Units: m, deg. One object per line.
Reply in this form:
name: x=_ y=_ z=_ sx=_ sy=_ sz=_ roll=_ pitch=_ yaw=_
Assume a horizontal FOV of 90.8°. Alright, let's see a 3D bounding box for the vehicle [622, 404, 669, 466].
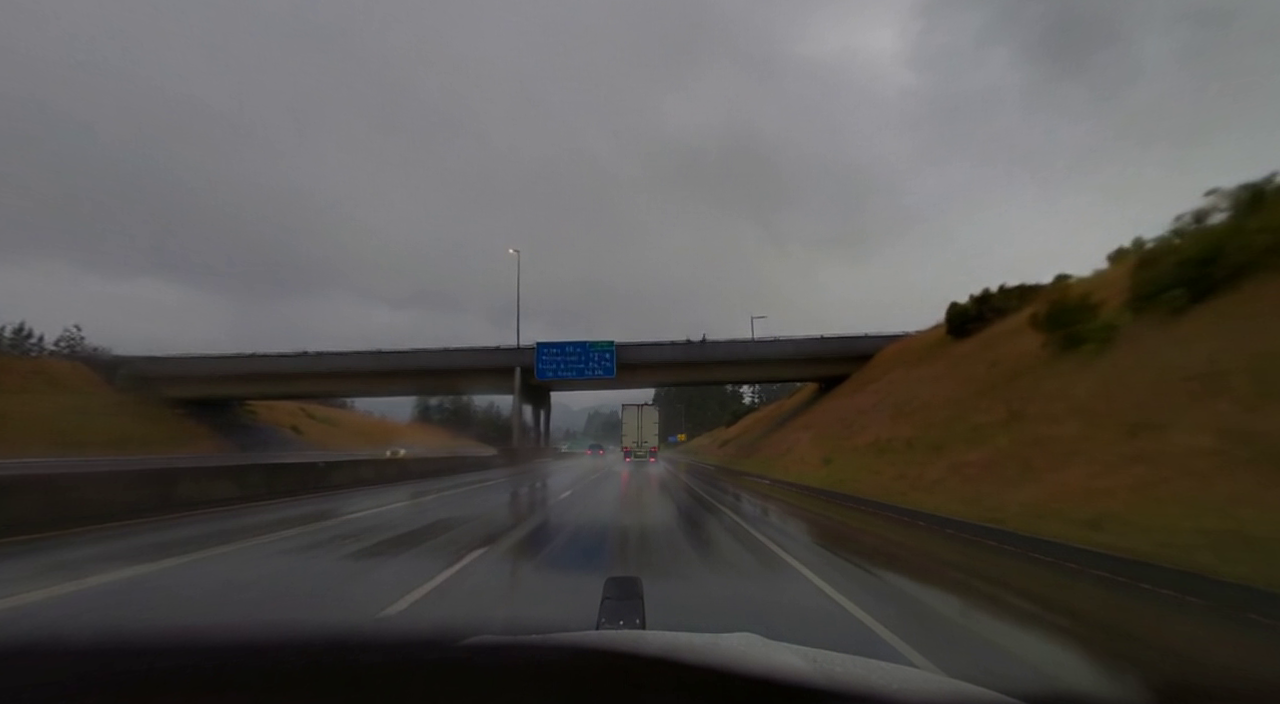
vehicle: x=0.307 y=6.359 z=47.295 sx=3.033 sy=3.985 sz=12.383 roll=0 pitch=-9 yaw=0
